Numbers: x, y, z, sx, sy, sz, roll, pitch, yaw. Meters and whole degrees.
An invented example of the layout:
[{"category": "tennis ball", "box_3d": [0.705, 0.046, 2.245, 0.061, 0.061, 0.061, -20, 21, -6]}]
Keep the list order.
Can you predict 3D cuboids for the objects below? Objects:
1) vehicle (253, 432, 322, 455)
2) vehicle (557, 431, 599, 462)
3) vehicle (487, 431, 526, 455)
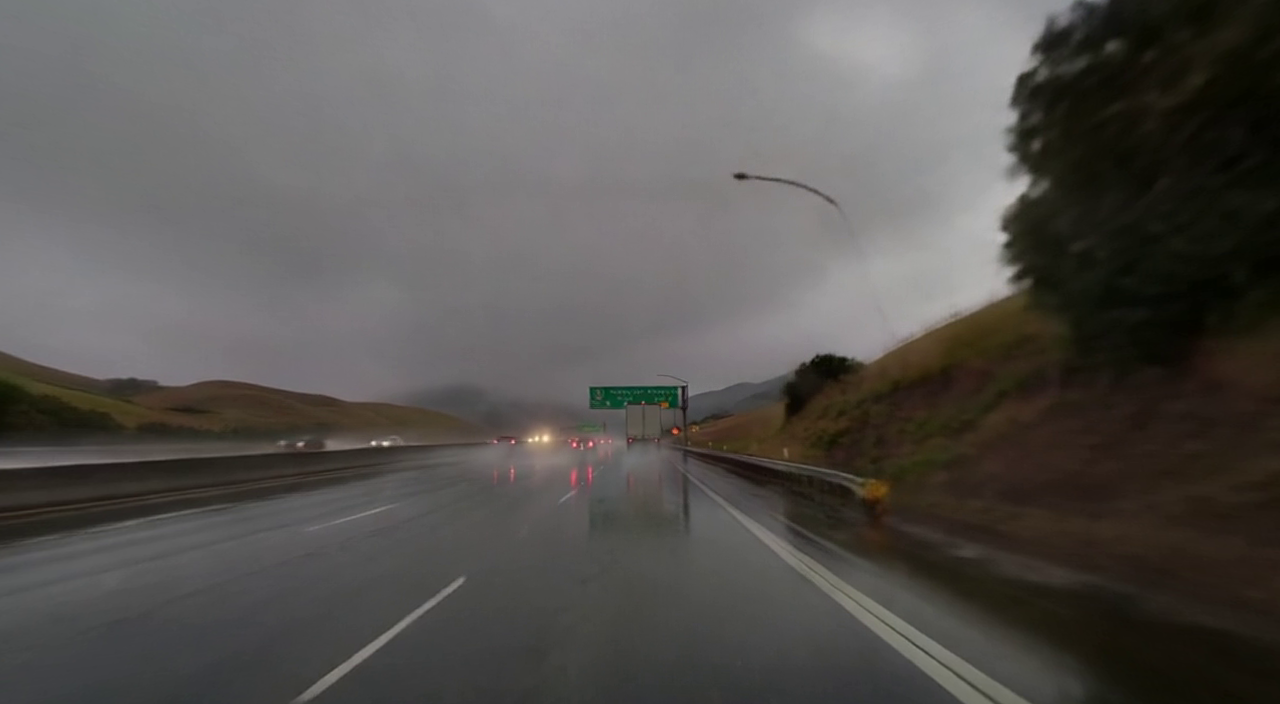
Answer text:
[{"category": "vehicle", "box_3d": [-24.974, 6.536, 44.832, 2.242, 1.542, 4.585, 0, -8, 1]}, {"category": "vehicle", "box_3d": [-3.669, 5.703, 38.099, 2.053, 1.746, 4.508, 0, -8, 1]}, {"category": "vehicle", "box_3d": [-10.243, 7.026, 48.814, 1.958, 1.758, 4.684, 0, -8, 1]}]
